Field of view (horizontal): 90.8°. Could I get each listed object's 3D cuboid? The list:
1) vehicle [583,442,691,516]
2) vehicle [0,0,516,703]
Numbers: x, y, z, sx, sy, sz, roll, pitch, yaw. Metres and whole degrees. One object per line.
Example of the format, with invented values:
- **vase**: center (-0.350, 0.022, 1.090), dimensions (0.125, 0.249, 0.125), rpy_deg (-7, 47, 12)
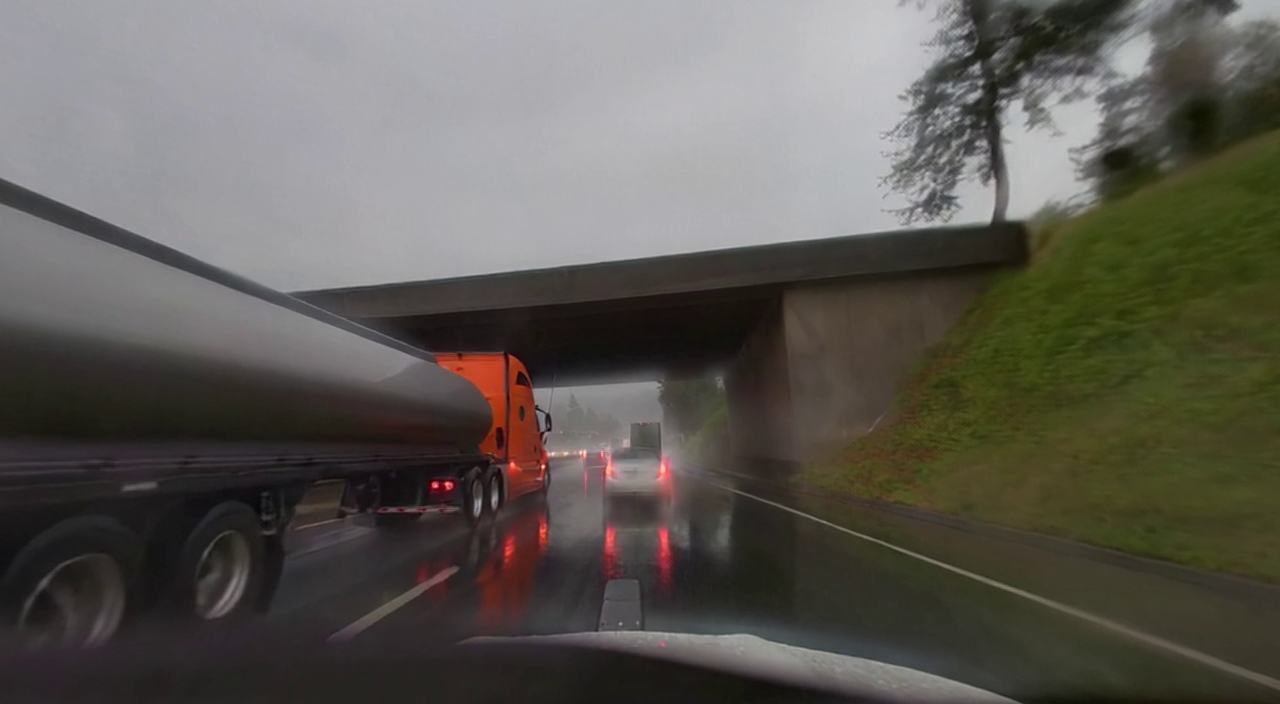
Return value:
- **vehicle**: center (-0.036, 2.932, 15.076), dimensions (2.215, 1.481, 4.246), rpy_deg (0, -9, 1)
- **vehicle**: center (-4.291, 0.537, 6.407), dimensions (2.896, 3.563, 14.643), rpy_deg (0, -9, 1)
